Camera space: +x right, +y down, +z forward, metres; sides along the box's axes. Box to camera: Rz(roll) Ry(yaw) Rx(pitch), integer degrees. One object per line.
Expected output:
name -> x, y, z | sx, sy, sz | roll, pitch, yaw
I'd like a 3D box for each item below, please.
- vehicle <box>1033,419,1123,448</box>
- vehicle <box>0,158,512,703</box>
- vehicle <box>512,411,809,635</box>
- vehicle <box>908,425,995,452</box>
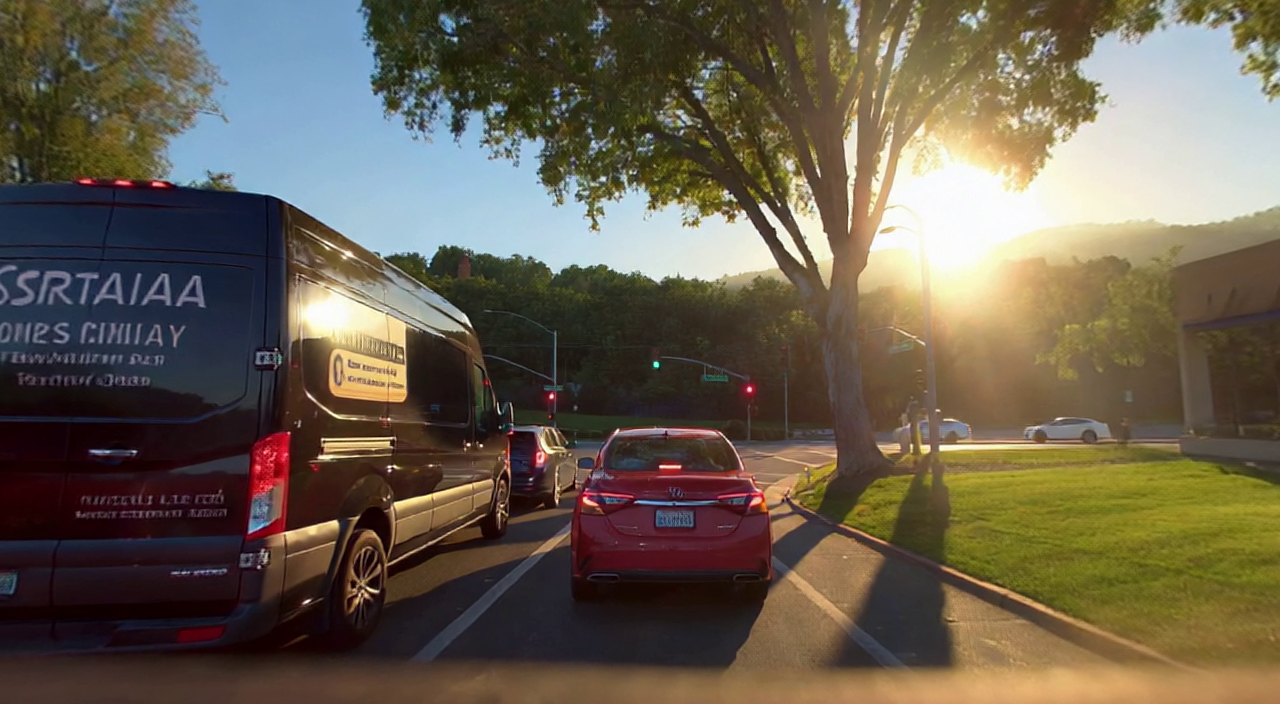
vehicle -> 32.087, 6.031, 46.131 | 5.084, 2.041, 2.360 | 2, -9, -10
vehicle -> -3.119, 0.916, 5.854 | 2.555, 3.035, 5.702 | 0, -8, 0
vehicle -> 0.308, 1.690, 7.314 | 2.398, 1.773, 4.254 | -1, -8, 4
vehicle -> 21.972, 6.157, 44.520 | 5.021, 1.848, 2.210 | 1, -9, -9
